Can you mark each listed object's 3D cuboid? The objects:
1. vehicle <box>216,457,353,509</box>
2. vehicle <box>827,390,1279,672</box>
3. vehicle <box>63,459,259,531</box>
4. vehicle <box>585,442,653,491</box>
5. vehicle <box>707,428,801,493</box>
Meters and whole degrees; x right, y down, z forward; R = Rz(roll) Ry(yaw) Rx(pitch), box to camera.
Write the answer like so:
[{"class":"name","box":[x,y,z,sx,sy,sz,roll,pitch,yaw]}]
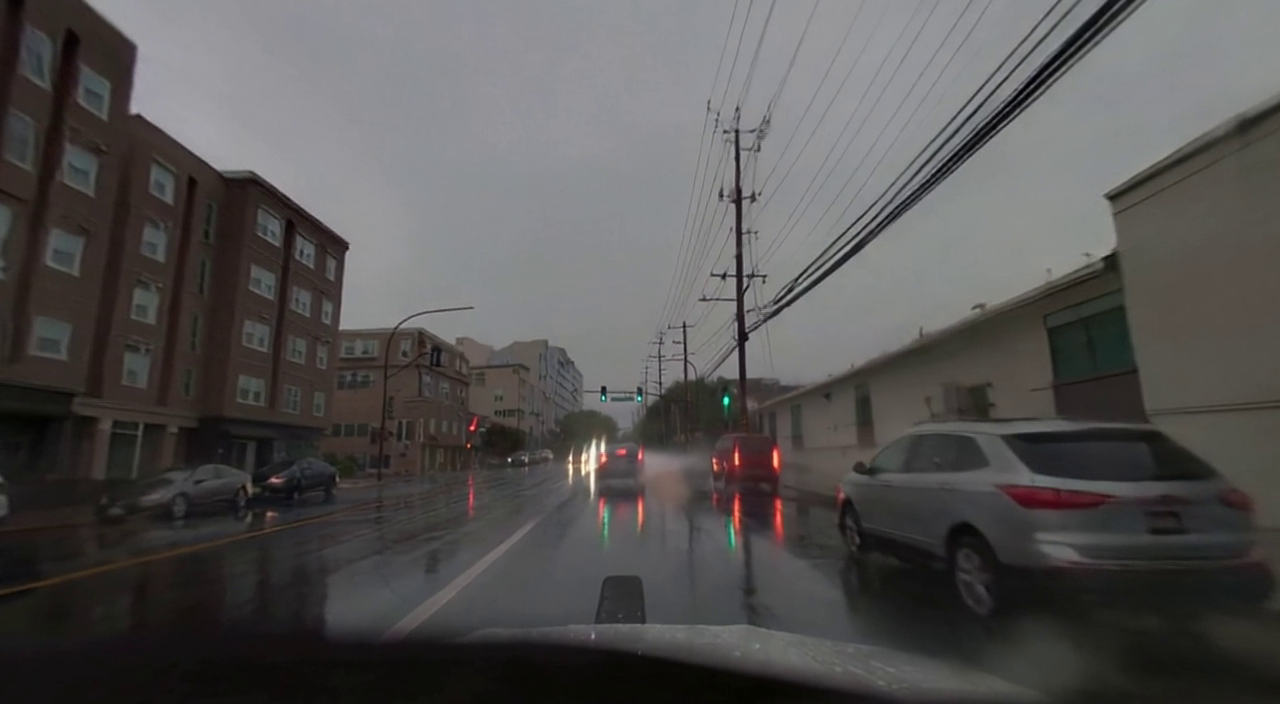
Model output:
[{"class":"vehicle","box":[-12.008,4.408,21.790,1.910,1.498,4.662,0,-9,1]},{"class":"vehicle","box":[3.699,1.459,6.300,2.186,1.764,4.470,0,-9,-1]},{"class":"vehicle","box":[-12.017,3.567,16.245,2.004,1.526,3.807,0,-9,0]},{"class":"vehicle","box":[-0.637,3.747,20.999,2.019,1.453,4.129,0,-9,0]},{"class":"vehicle","box":[3.716,3.649,21.680,2.248,1.945,5.011,0,-9,-1]}]
